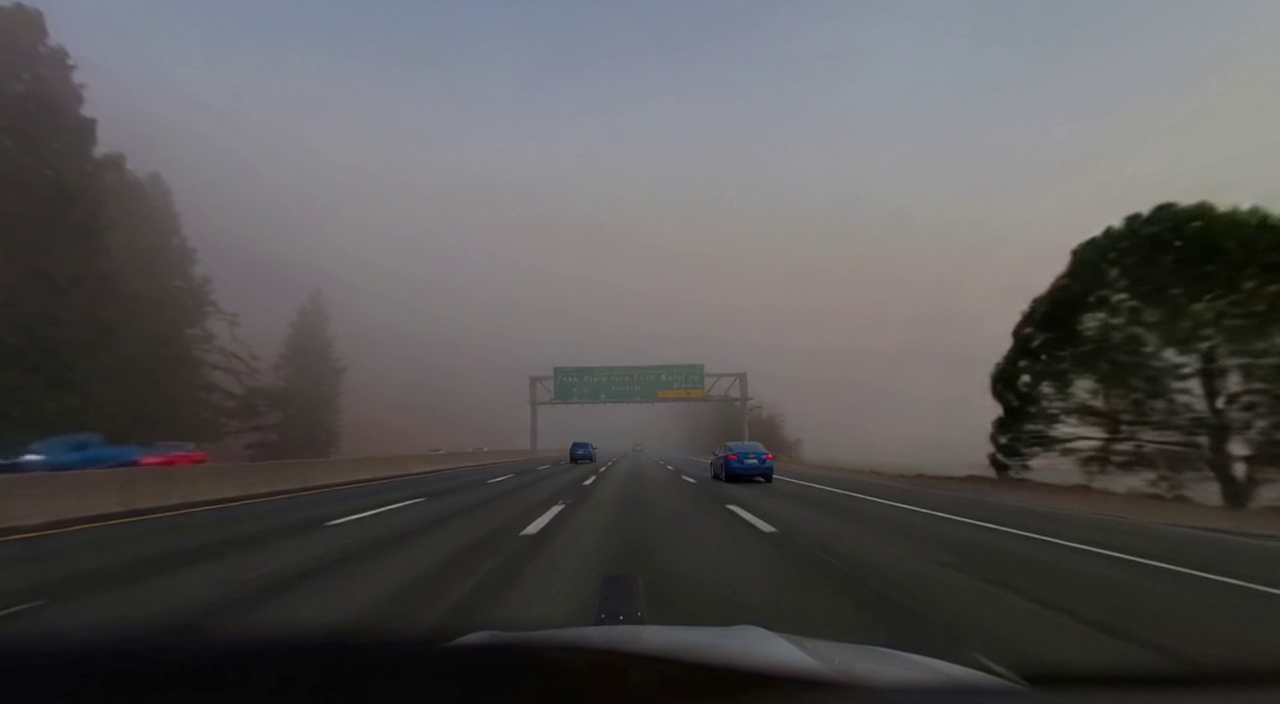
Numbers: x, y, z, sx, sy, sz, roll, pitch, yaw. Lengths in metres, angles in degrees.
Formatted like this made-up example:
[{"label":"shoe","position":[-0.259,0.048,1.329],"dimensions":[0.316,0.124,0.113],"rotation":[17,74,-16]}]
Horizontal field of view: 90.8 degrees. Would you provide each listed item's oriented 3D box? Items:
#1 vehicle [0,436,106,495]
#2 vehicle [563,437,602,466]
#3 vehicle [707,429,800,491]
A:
[{"label":"vehicle","position":[-21.489,3.857,21.729],"dimensions":[2.123,1.862,4.696],"rotation":[0,-9,-1]},{"label":"vehicle","position":[-3.770,6.605,42.072],"dimensions":[2.173,1.793,4.564],"rotation":[0,-9,0]},{"label":"vehicle","position":[3.438,3.377,19.965],"dimensions":[2.053,1.714,4.097],"rotation":[0,-9,-1]}]
